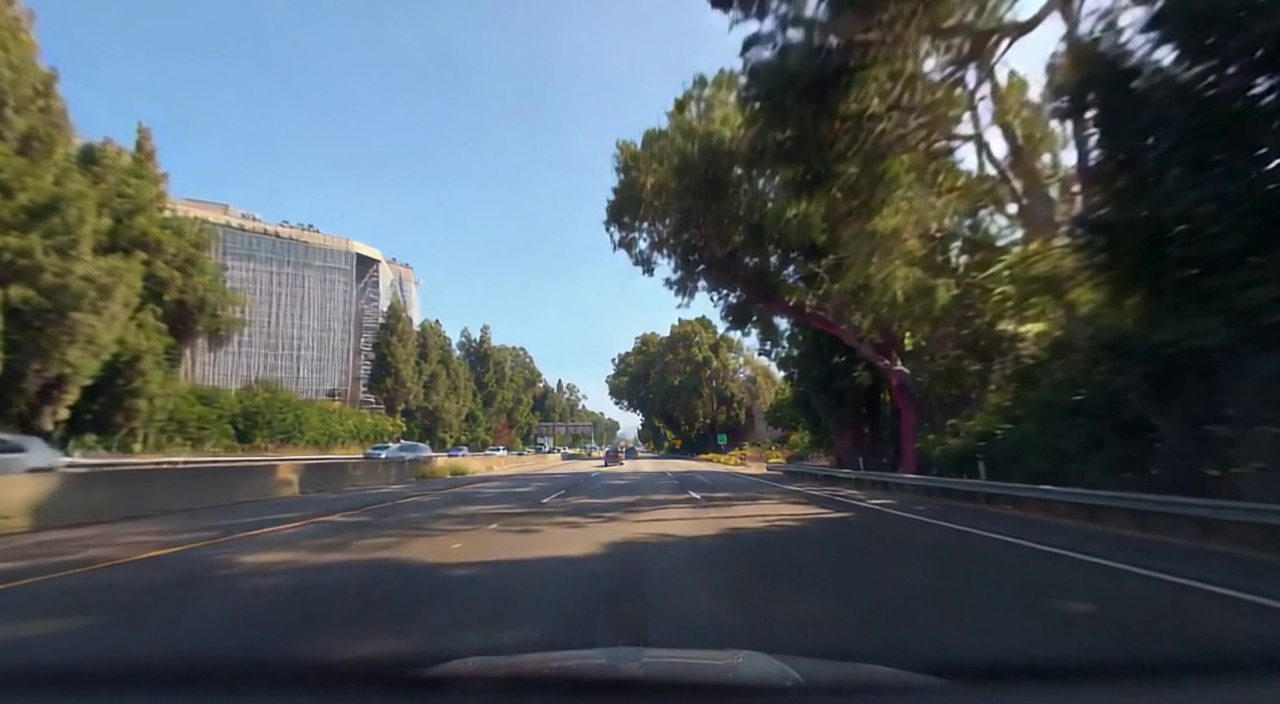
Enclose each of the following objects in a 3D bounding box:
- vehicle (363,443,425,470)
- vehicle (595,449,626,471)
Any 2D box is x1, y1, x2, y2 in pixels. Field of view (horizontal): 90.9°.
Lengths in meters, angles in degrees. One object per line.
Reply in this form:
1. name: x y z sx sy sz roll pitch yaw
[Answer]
1. vehicle: -14.755 6.288 38.063 1.927 1.514 4.550 0 -9 0
2. vehicle: -2.095 7.867 46.060 2.011 1.468 3.883 0 -9 1
